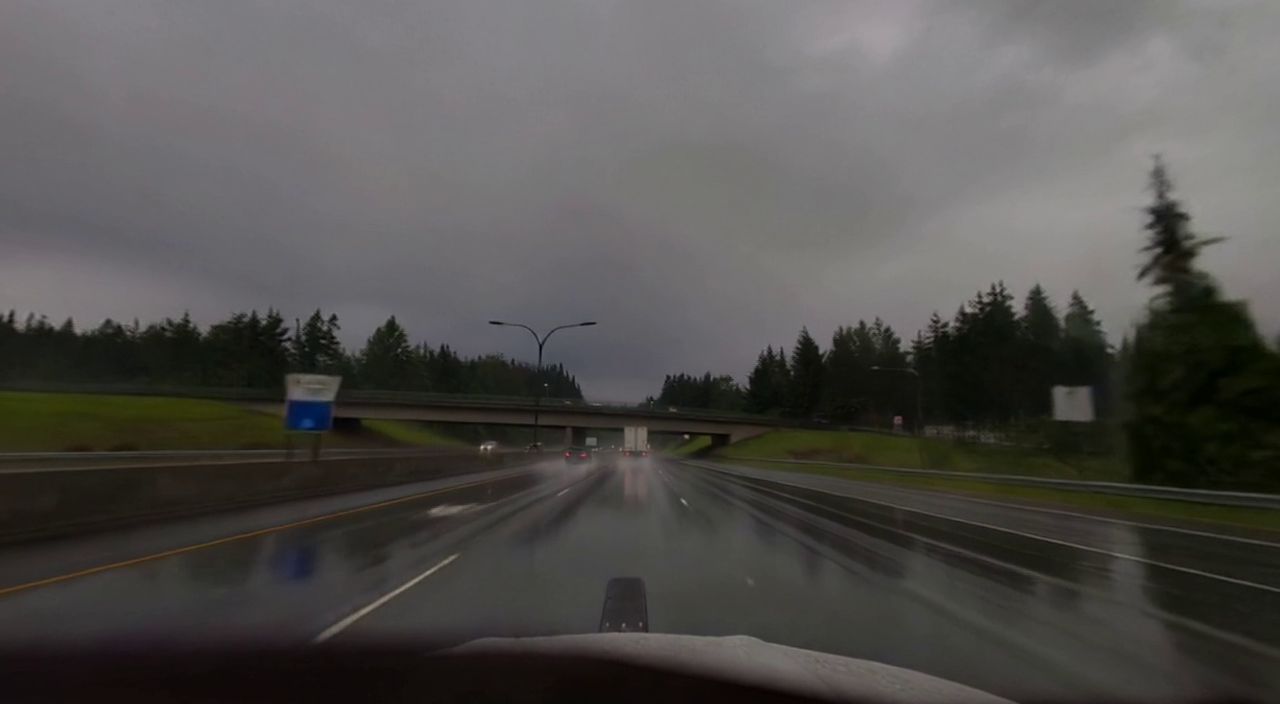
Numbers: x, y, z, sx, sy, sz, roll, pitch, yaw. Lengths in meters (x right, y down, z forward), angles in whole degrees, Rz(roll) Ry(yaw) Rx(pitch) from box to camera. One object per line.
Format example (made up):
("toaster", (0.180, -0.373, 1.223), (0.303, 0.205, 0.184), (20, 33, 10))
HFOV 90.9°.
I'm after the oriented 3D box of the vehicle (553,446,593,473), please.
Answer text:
("vehicle", (-4.146, 6.735, 39.648), (2.042, 1.526, 4.516), (0, -9, 0))
